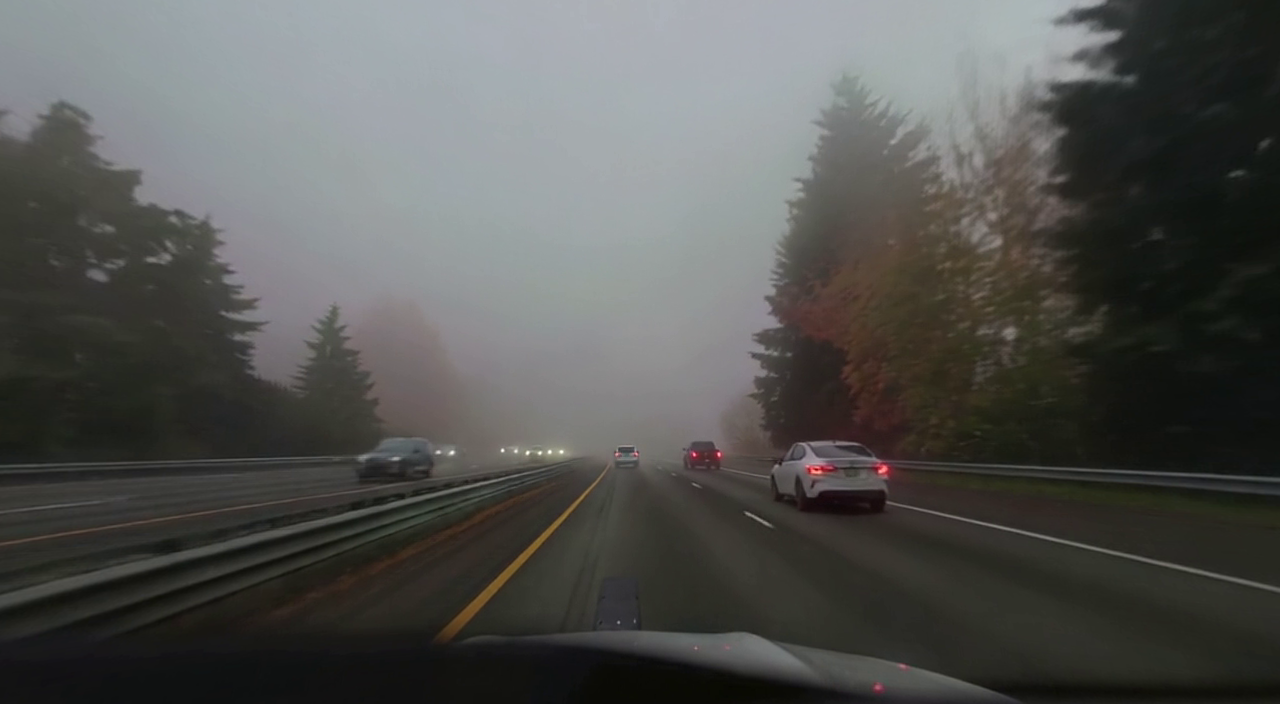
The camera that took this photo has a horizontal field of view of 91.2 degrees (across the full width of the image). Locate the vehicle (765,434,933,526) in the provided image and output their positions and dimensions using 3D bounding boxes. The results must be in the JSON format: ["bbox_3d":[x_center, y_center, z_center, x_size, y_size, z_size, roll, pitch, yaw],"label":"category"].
[{"bbox_3d":[3.921,2.457,12.565,1.968,1.513,3.911,0,-9,0],"label":"vehicle"}]

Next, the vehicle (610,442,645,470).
[{"bbox_3d":[-0.808,6.694,40.473,2.151,1.693,4.201,0,-9,-1],"label":"vehicle"}]

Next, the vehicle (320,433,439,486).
[{"bbox_3d":[-8.292,3.455,20.466,1.918,1.511,4.549,0,-9,0],"label":"vehicle"}]

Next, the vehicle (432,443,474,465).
[{"bbox_3d":[-13.488,7.348,45.412,1.874,1.498,3.922,0,-9,-1],"label":"vehicle"}]

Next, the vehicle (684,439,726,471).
[{"bbox_3d":[3.786,6.058,37.130,1.982,1.745,4.151,0,-9,-1],"label":"vehicle"}]
